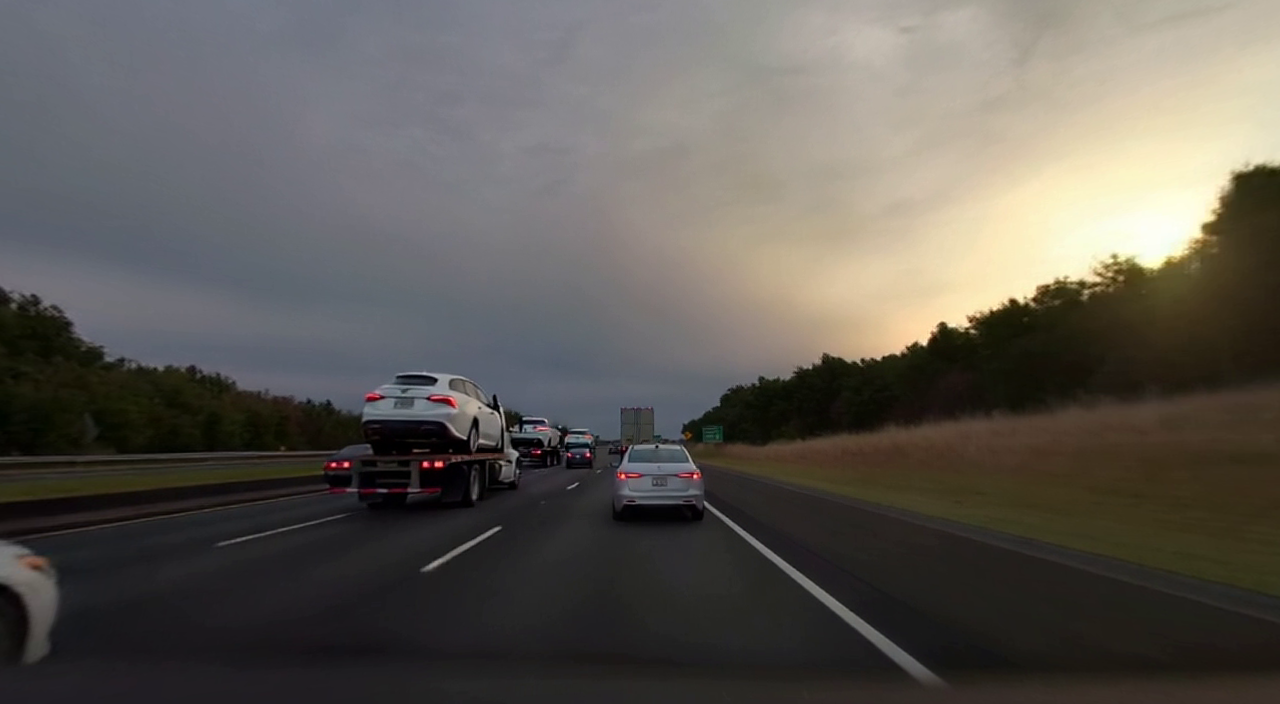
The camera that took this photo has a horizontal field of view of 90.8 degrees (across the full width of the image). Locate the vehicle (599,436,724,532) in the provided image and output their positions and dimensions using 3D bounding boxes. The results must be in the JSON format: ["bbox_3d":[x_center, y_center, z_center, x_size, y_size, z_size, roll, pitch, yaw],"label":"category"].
[{"bbox_3d":[0.303,2.370,11.847,1.991,1.507,3.391,0,-9,-1],"label":"vehicle"}]

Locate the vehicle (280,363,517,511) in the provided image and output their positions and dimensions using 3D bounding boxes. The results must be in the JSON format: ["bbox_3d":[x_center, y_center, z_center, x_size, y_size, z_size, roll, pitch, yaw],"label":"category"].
[{"bbox_3d":[-3.004,1.230,8.948,2.031,1.594,4.103,1,-9,-5],"label":"vehicle"}]

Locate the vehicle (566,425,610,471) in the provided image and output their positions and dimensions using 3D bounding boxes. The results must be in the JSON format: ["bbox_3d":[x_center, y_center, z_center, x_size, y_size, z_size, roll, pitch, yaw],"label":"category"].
[{"bbox_3d":[-3.281,6.270,41.276,2.289,2.710,6.726,0,-9,0],"label":"vehicle"}]
